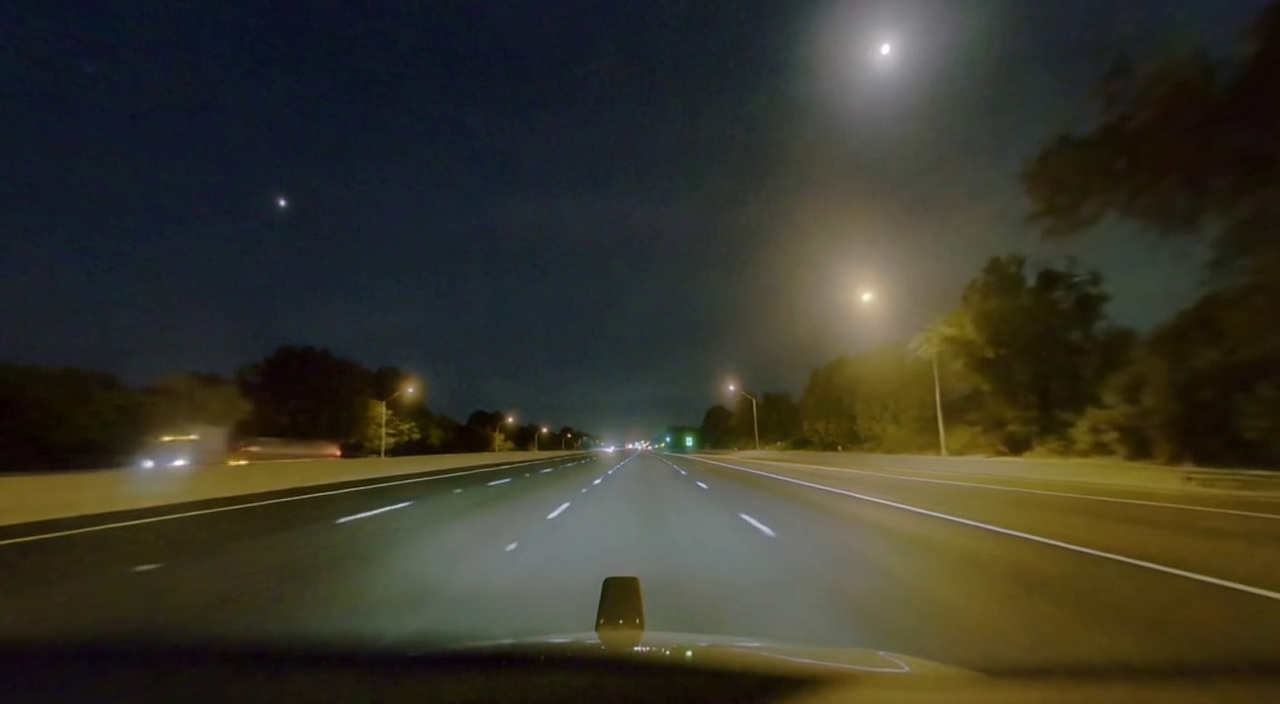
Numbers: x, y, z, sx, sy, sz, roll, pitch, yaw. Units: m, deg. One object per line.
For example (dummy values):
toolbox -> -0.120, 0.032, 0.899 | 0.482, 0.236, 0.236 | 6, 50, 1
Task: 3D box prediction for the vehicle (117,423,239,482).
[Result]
vehicle -> -31.484, 6.888, 43.358 | 3.007, 3.704, 6.761 | 0, -9, 1
